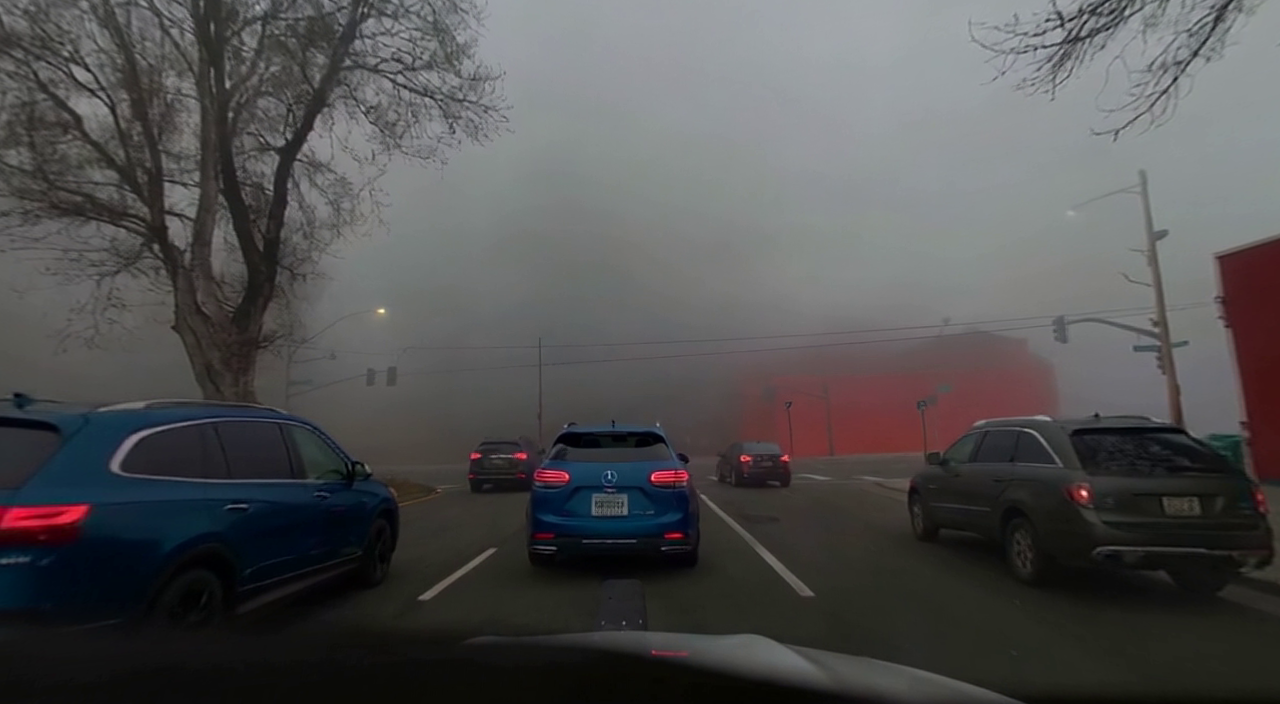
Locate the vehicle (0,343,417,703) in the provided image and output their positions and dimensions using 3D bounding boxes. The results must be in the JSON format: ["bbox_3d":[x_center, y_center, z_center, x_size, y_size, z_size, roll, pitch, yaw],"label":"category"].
[{"bbox_3d":[-3.472,1.155,4.521,2.047,1.741,4.470,0,-8,1],"label":"vehicle"}]

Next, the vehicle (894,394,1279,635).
[{"bbox_3d":[4.541,1.517,6.927,2.014,1.740,4.515,-1,-9,6],"label":"vehicle"}]

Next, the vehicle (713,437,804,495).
[{"bbox_3d":[3.438,3.377,19.025,1.847,1.554,3.885,0,-8,-2],"label":"vehicle"}]

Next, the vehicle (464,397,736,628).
[{"bbox_3d":[-0.229,1.496,6.815,2.022,1.700,4.084,0,-8,2],"label":"vehicle"}]
